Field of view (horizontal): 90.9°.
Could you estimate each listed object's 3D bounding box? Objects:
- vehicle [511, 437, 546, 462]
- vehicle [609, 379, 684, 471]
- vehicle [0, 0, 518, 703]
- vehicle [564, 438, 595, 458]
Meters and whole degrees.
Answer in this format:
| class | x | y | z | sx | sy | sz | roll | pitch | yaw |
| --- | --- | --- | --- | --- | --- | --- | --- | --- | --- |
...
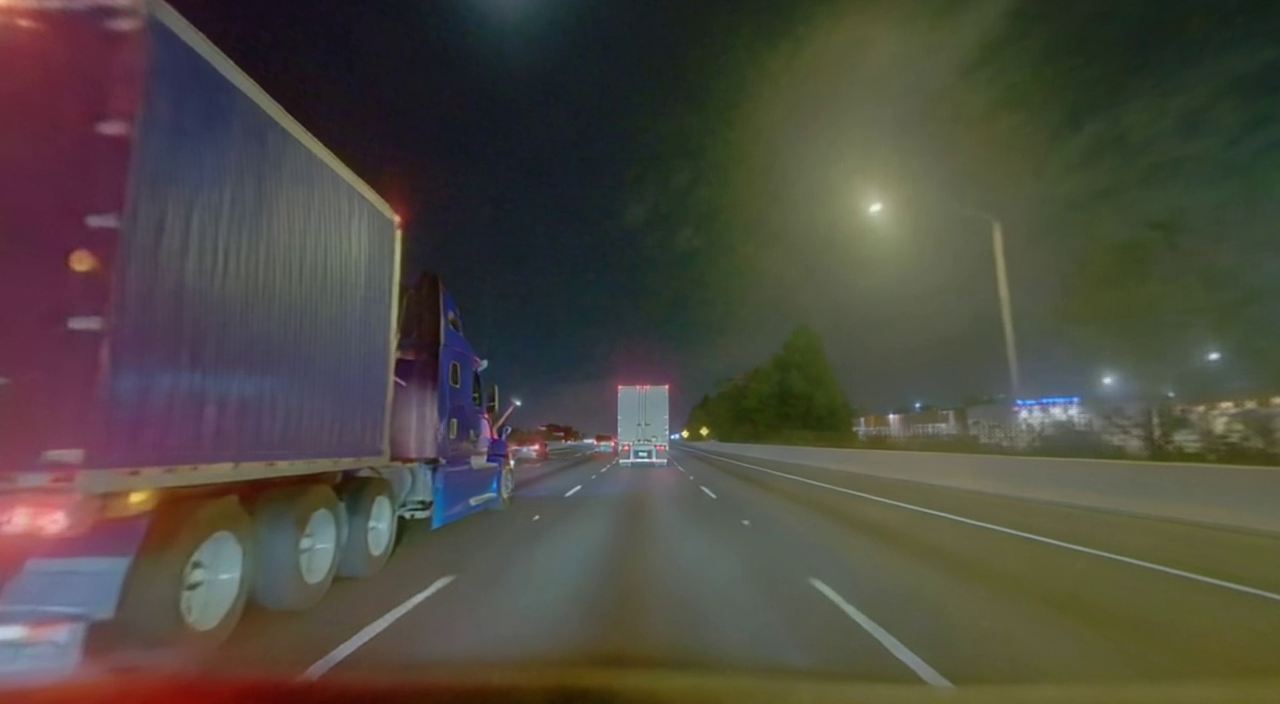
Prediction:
| class | x | y | z | sx | sy | sz | roll | pitch | yaw |
| --- | --- | --- | --- | --- | --- | --- | --- | --- | --- |
| vehicle | -7.163 | 6.290 | 40.712 | 1.736 | 1.580 | 2.778 | 0 | -9 | 0 |
| vehicle | 0.266 | 3.614 | 29.922 | 2.941 | 3.604 | 9.851 | 0 | -9 | 0 |
| vehicle | -3.891 | 0.405 | 7.576 | 3.061 | 3.891 | 8.658 | 0 | -9 | 0 |
| vehicle | -4.557 | 7.320 | 48.062 | 1.933 | 1.459 | 4.478 | 0 | -9 | -1 |
